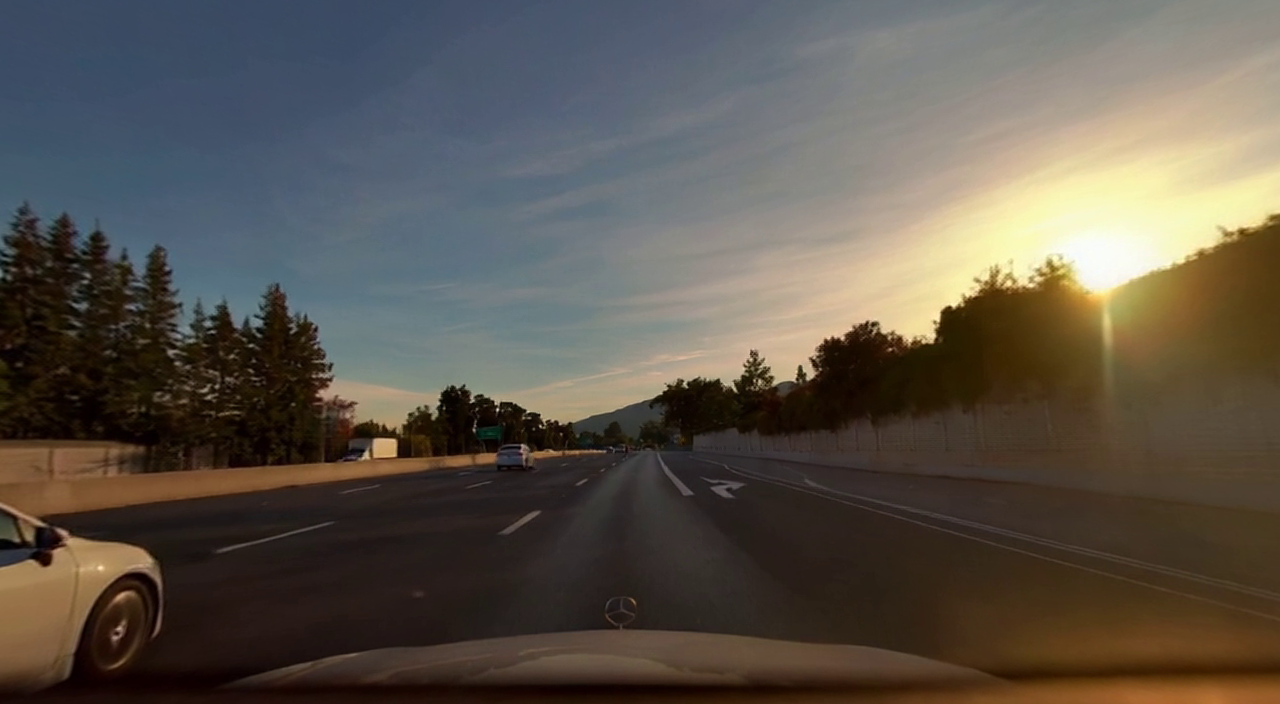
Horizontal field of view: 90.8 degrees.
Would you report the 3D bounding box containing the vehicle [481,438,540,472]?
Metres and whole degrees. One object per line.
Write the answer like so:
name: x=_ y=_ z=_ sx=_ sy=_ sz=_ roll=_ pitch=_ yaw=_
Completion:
vehicle: x=-7.023 y=5.646 z=34.835 sx=2.115 sy=1.711 sz=4.722 roll=0 pitch=-9 yaw=2
